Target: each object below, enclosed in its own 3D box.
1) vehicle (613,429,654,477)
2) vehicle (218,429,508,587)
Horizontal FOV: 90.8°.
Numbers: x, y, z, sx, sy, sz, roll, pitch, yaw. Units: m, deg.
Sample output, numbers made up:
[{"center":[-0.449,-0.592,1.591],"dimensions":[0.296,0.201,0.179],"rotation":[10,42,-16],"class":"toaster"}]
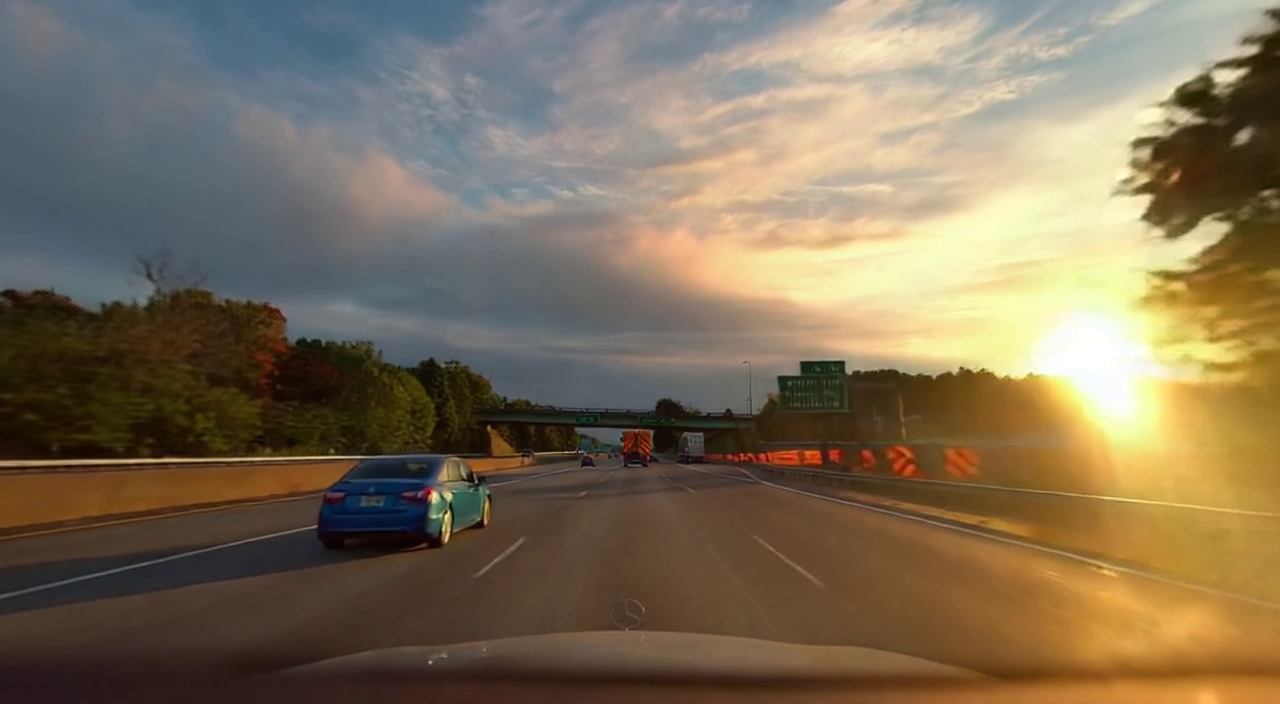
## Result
[{"center":[-0.547,7.066,44.401],"dimensions":[2.672,3.056,6.900],"rotation":[0,-9,-2],"class":"vehicle"},{"center":[-3.361,1.970,8.796],"dimensions":[2.088,1.643,4.215],"rotation":[0,-9,0],"class":"vehicle"}]
